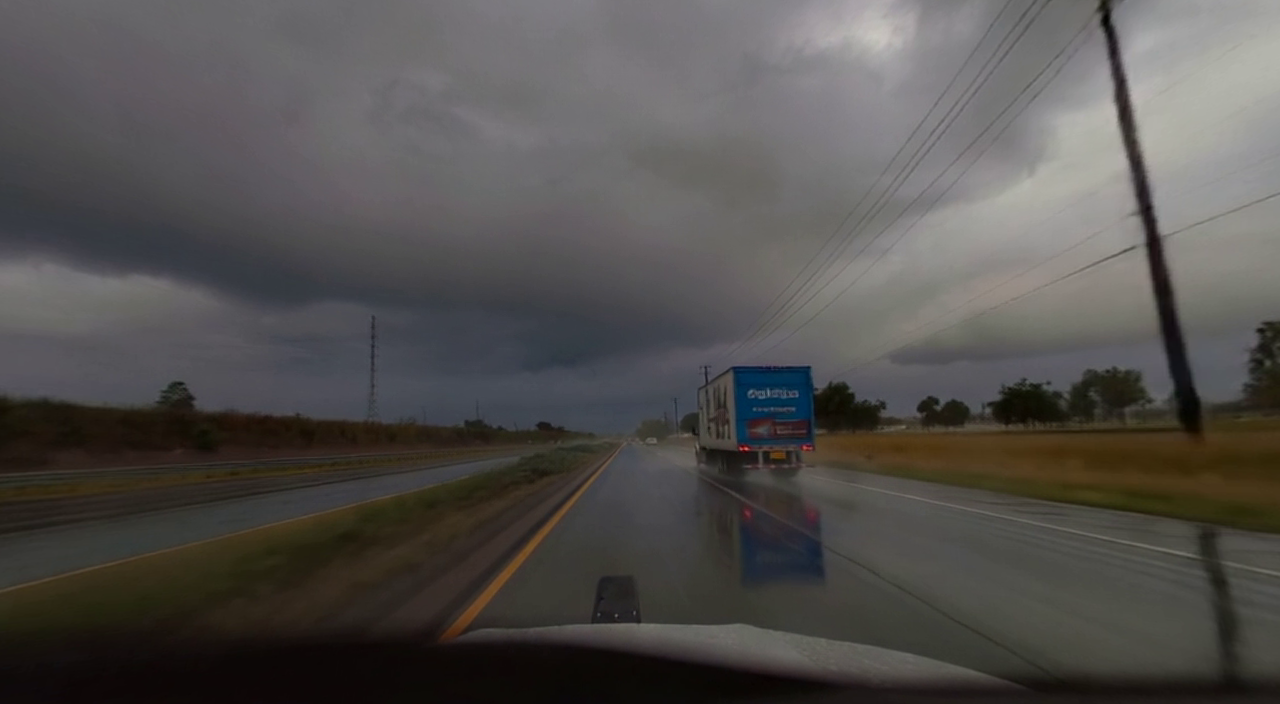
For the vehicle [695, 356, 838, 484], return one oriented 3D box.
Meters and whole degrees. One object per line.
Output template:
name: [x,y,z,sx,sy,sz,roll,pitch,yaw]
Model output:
vehicle: [4.033,2.592,22.778,3.037,3.672,9.136,0,-8,-1]
